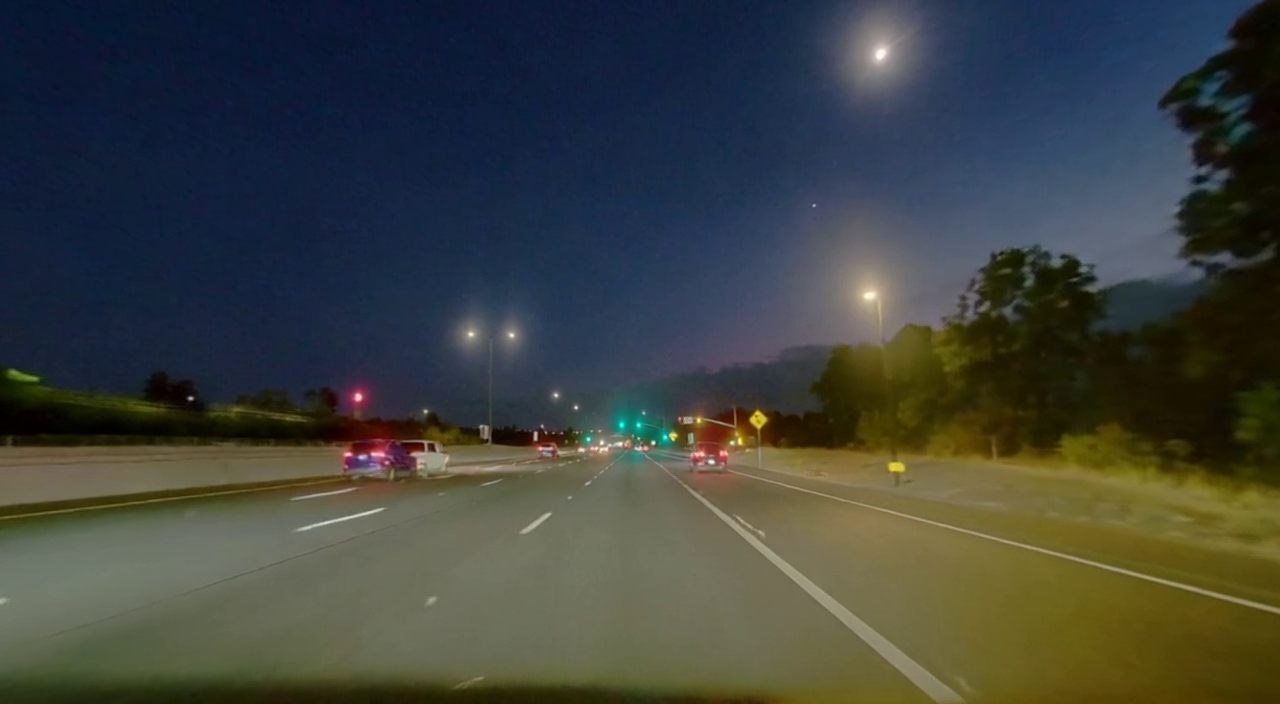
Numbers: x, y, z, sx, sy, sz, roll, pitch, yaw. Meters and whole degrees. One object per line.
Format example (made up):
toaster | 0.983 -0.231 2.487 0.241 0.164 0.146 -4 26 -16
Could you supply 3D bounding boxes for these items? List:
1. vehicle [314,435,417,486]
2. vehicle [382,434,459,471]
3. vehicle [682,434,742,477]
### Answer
vehicle | -11.166 4.429 26.056 2.137 1.873 4.687 0 -8 0
vehicle | -14.584 6.738 42.381 2.736 2.262 6.533 0 -8 1
vehicle | 3.325 4.897 30.096 2.184 1.892 4.763 0 -8 -1
